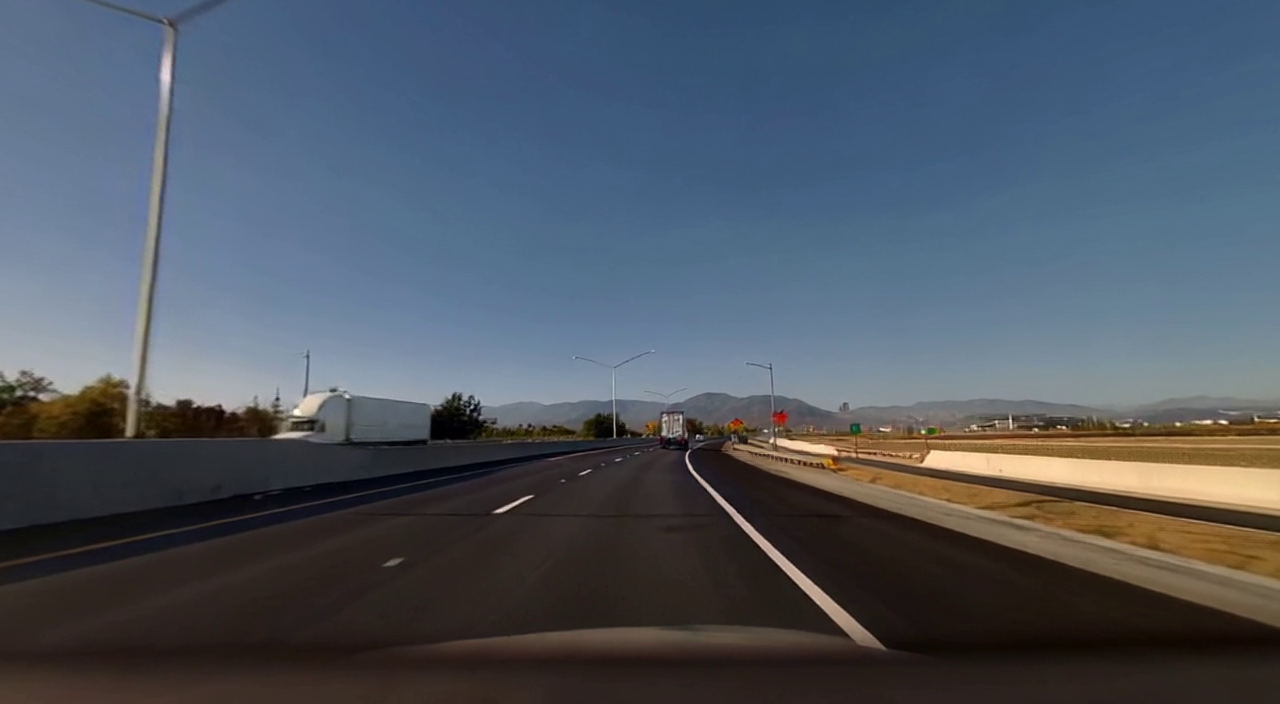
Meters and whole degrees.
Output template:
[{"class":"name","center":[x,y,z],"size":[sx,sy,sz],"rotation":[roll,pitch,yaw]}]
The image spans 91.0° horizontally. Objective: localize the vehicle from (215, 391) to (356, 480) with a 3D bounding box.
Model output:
[{"class":"vehicle","center":[-16.722,4.012,30.316],"size":[2.978,3.785,6.055],"rotation":[-1,-8,2]}]
